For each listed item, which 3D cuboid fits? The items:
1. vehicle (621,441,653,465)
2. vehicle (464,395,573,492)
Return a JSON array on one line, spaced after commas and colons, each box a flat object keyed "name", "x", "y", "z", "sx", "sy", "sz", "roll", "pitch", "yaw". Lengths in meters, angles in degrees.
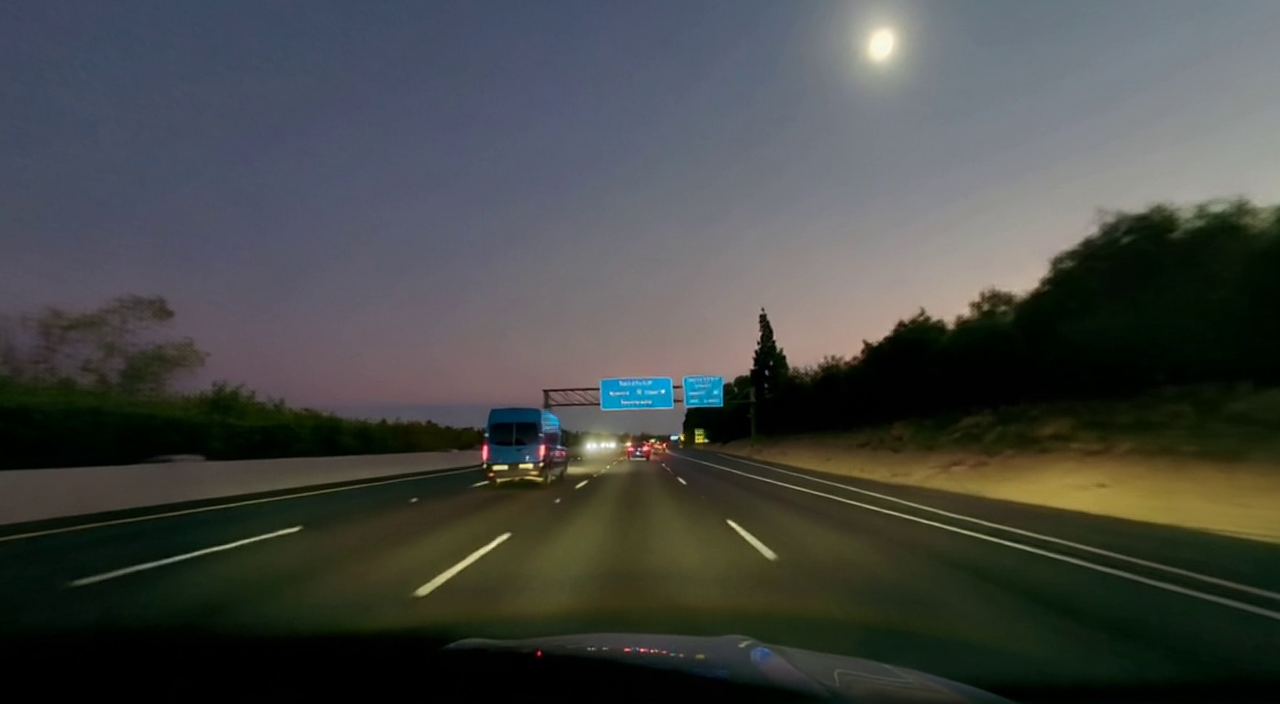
[{"name": "vehicle", "x": -0.214, "y": 7.204, "z": 45.093, "sx": 2.183, "sy": 1.662, "sz": 3.968, "roll": 0, "pitch": -9, "yaw": 0}, {"name": "vehicle", "x": -3.768, "y": 3.049, "z": 20.988, "sx": 2.382, "sy": 2.736, "sz": 5.982, "roll": 0, "pitch": -9, "yaw": 1}]
